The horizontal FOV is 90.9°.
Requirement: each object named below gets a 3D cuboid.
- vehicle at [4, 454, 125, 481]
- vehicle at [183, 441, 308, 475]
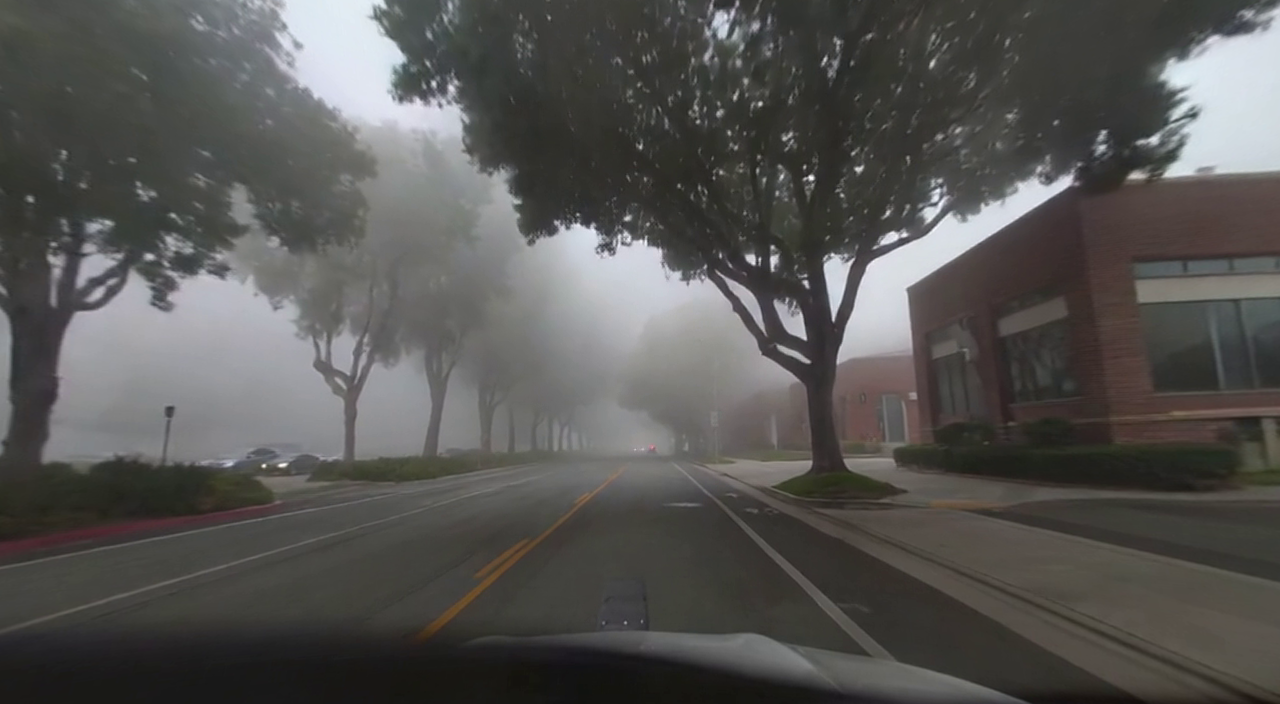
[{"bbox_3d":[-32.874,6.587,36.121,4.704,1.448,2.199,0,-9,-2],"label":"vehicle"},{"bbox_3d":[-19.084,5.151,30.636,4.699,1.558,2.113,0,-10,4],"label":"vehicle"}]
